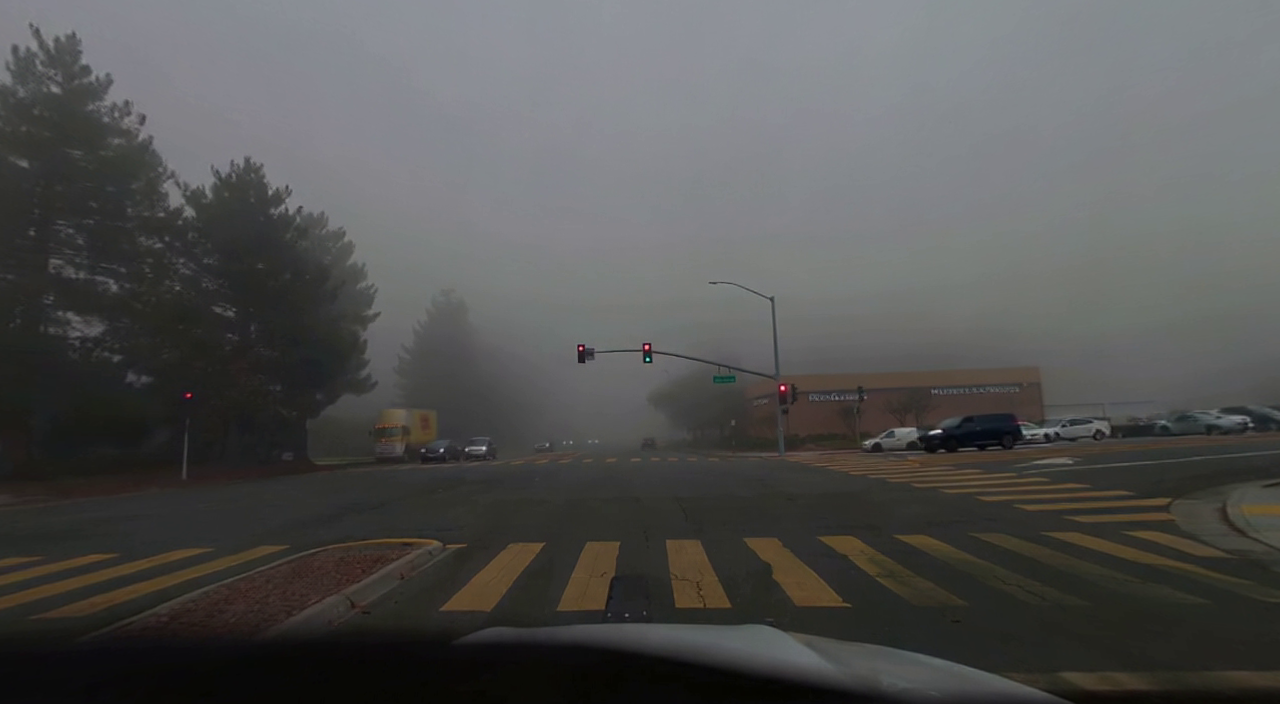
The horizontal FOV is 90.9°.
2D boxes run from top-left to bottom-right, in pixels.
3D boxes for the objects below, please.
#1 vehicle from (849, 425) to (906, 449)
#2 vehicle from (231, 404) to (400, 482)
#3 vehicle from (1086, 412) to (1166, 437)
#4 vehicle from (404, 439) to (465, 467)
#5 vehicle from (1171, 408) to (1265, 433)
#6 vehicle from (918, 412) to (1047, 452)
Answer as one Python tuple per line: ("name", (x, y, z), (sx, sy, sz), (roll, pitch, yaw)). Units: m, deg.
("vehicle", (17.343, 6.235, 46.180), (3.329, 1.415, 1.821), (-6, -9, 2))
("vehicle", (-16.578, 4.863, 33.667), (3.161, 3.455, 11.058), (0, -8, 0))
("vehicle", (31.361, 4.737, 40.838), (1.823, 1.480, 4.003), (0, -8, -4))
("vehicle", (-12.074, 5.964, 37.387), (1.996, 1.482, 4.772), (0, -8, 0))
("vehicle", (38.319, 4.620, 41.966), (1.715, 1.480, 4.701), (0, -8, -1))
("vehicle", (15.124, 3.568, 27.999), (4.566, 1.670, 2.000), (0, -8, -3))
